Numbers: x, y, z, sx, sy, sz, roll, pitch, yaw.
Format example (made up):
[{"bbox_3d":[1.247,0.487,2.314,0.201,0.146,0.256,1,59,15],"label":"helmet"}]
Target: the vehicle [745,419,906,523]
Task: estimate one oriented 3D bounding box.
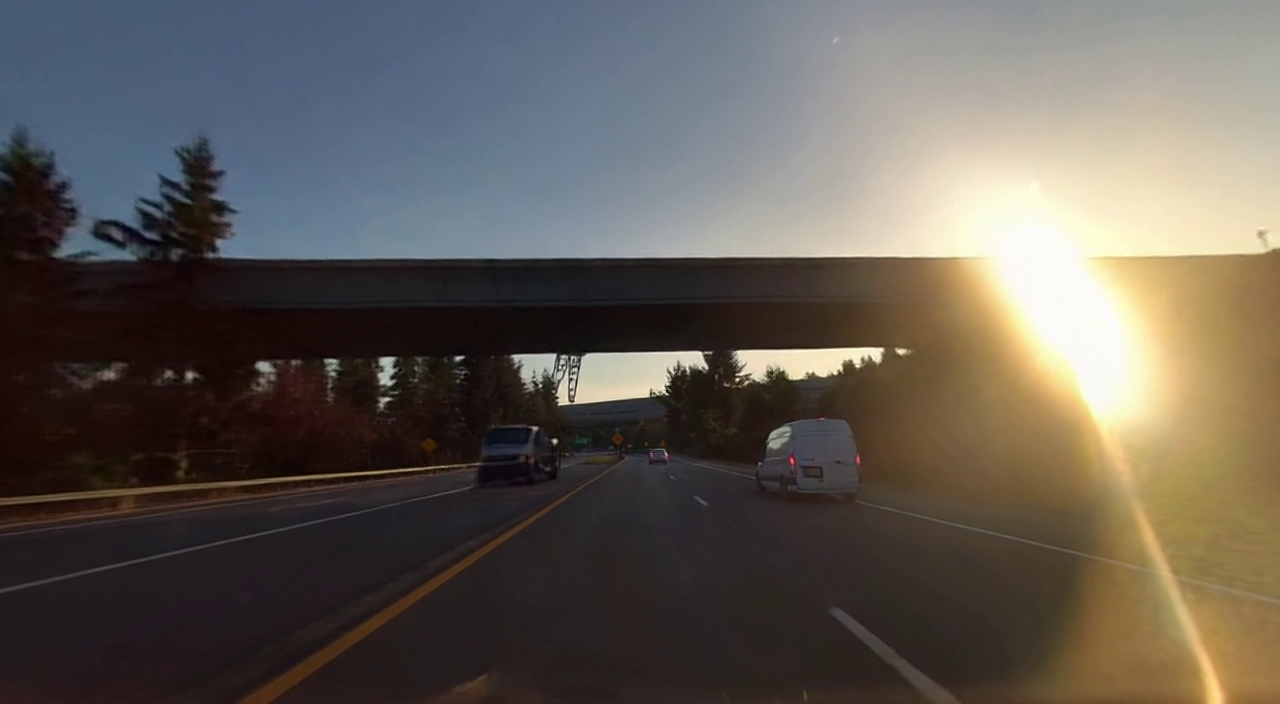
[{"bbox_3d":[4.053,2.734,14.989,2.152,1.998,5.380,0,-9,0],"label":"vehicle"}]
